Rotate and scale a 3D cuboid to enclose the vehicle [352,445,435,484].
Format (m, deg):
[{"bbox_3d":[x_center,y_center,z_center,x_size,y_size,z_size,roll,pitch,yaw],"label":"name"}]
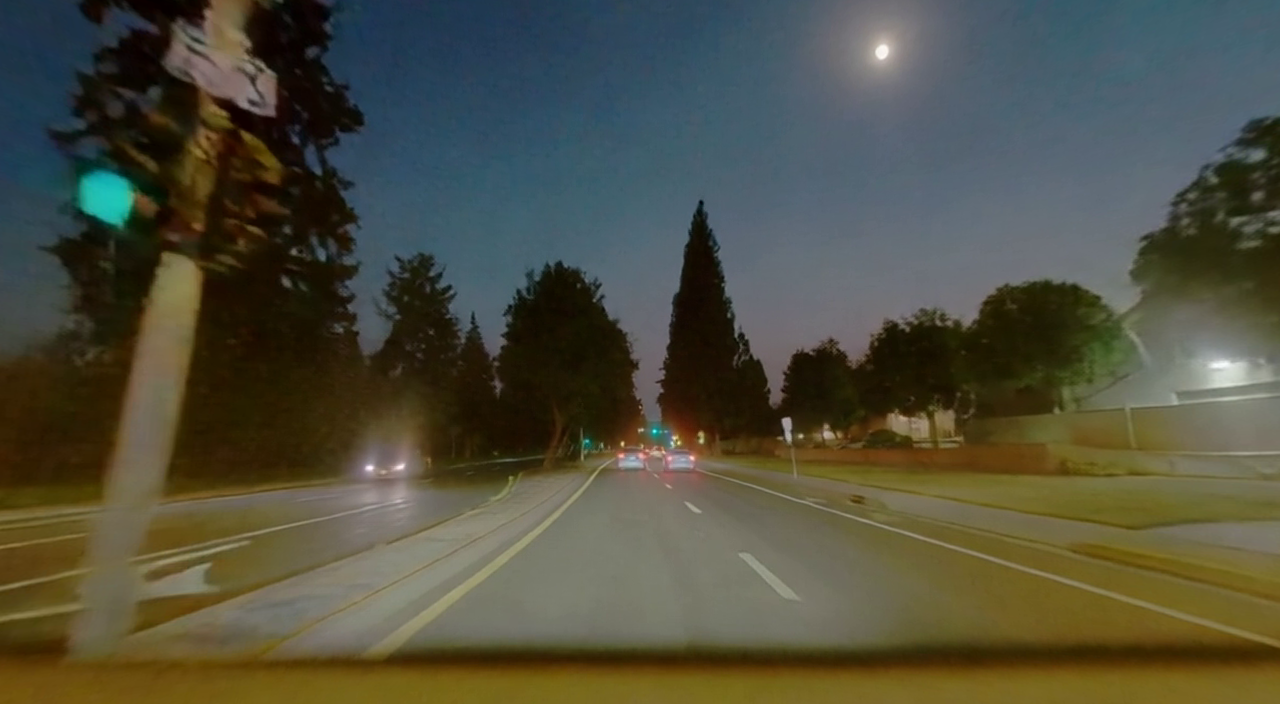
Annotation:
[{"bbox_3d":[-11.609,5.280,30.150,2.107,1.684,4.707,0,-8,-1],"label":"vehicle"}]

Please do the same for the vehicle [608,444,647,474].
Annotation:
[{"bbox_3d":[-0.668,5.811,34.575,2.018,1.511,3.993,0,-8,-1],"label":"vehicle"}]

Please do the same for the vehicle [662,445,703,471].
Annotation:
[{"bbox_3d":[2.606,6.637,39.732,2.057,1.496,4.401,0,-8,-2],"label":"vehicle"}]
